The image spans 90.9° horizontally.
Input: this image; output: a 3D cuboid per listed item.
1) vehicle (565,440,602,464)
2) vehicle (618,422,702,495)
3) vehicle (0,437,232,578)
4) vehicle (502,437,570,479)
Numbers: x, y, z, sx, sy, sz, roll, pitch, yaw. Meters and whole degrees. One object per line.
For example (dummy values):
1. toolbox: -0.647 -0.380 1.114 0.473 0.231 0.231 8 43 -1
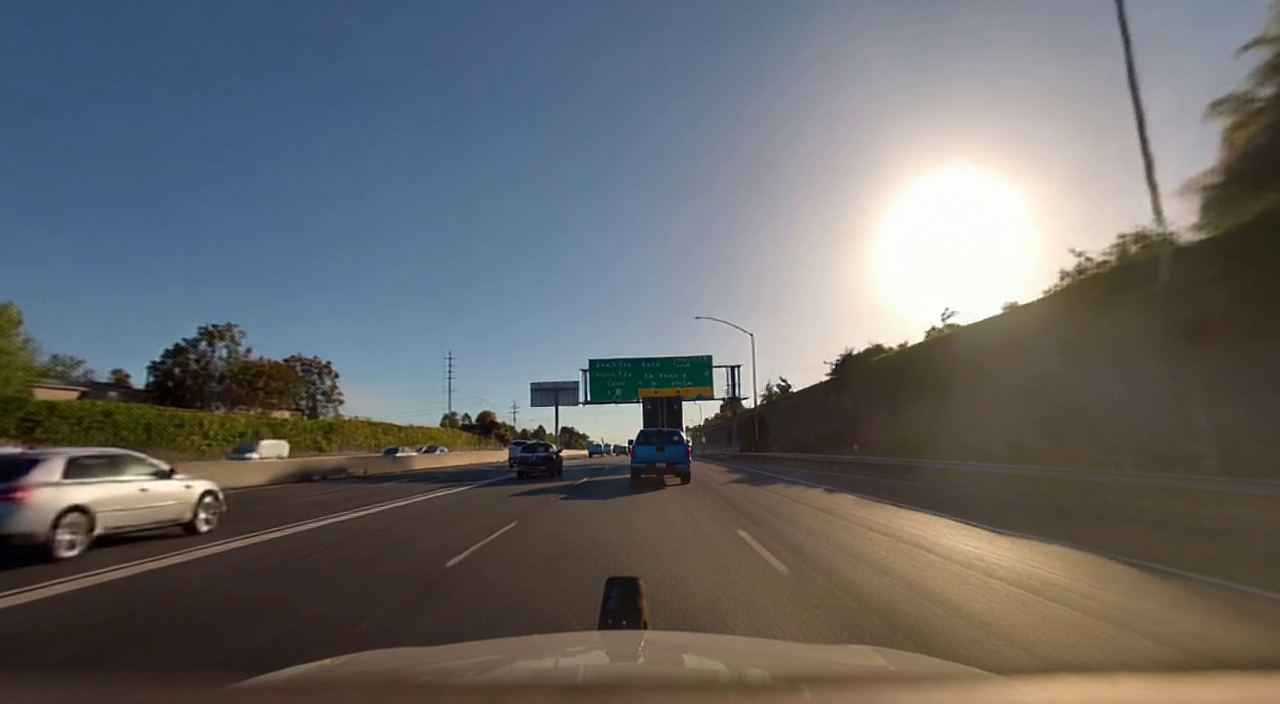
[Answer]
1. vehicle: -3.849 6.927 43.695 2.061 1.584 4.290 0 -8 1
2. vehicle: 0.501 3.008 18.105 2.083 1.792 4.782 0 -8 0
3. vehicle: -7.737 1.814 7.842 2.081 1.463 4.749 0 -8 1
4. vehicle: -4.264 4.401 26.528 1.961 1.591 4.756 0 -9 1
